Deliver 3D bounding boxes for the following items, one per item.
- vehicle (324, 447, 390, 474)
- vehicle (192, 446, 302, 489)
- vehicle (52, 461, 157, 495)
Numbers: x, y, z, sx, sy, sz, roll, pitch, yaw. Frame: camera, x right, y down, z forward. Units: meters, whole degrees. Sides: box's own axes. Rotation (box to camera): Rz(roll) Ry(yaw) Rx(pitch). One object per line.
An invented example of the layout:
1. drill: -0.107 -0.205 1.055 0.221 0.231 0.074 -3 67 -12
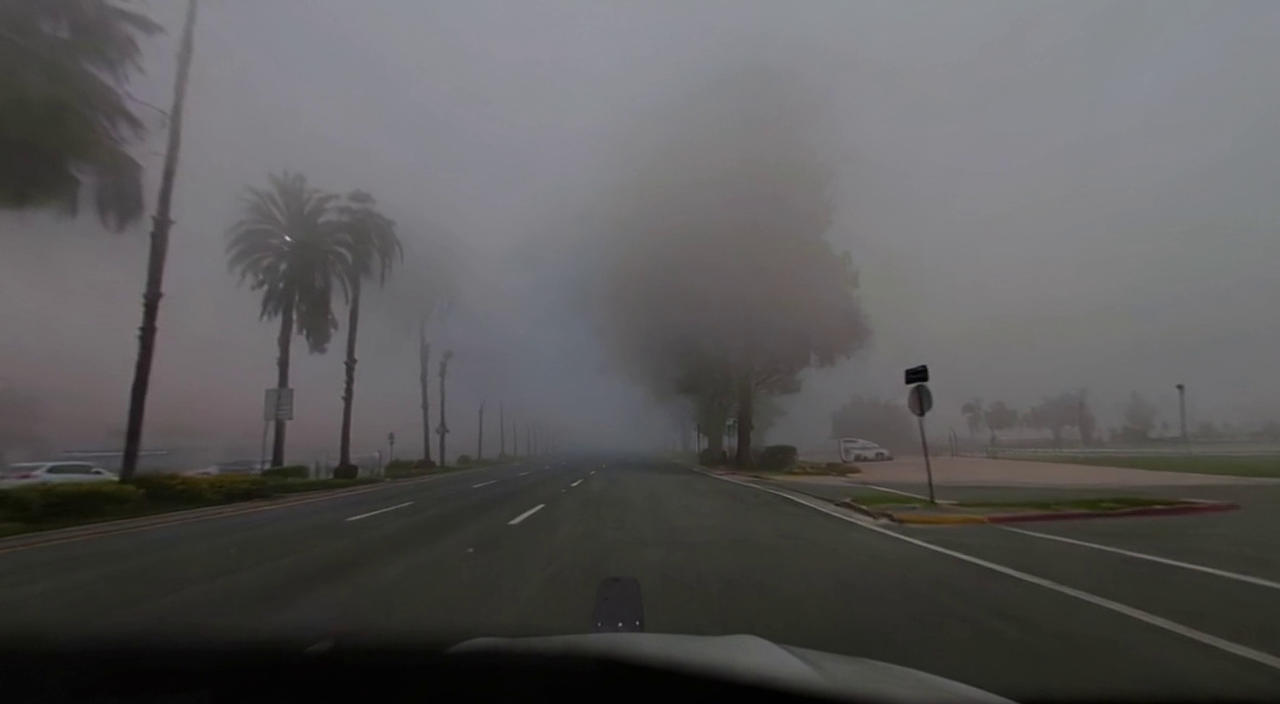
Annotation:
1. vehicle: -20.640 7.931 46.430 2.226 1.860 5.857 0 -9 -1
2. vehicle: -16.851 4.939 27.402 2.019 1.694 4.401 0 -9 -1
3. vehicle: -27.266 6.391 32.370 1.771 1.494 4.088 0 -9 -1
